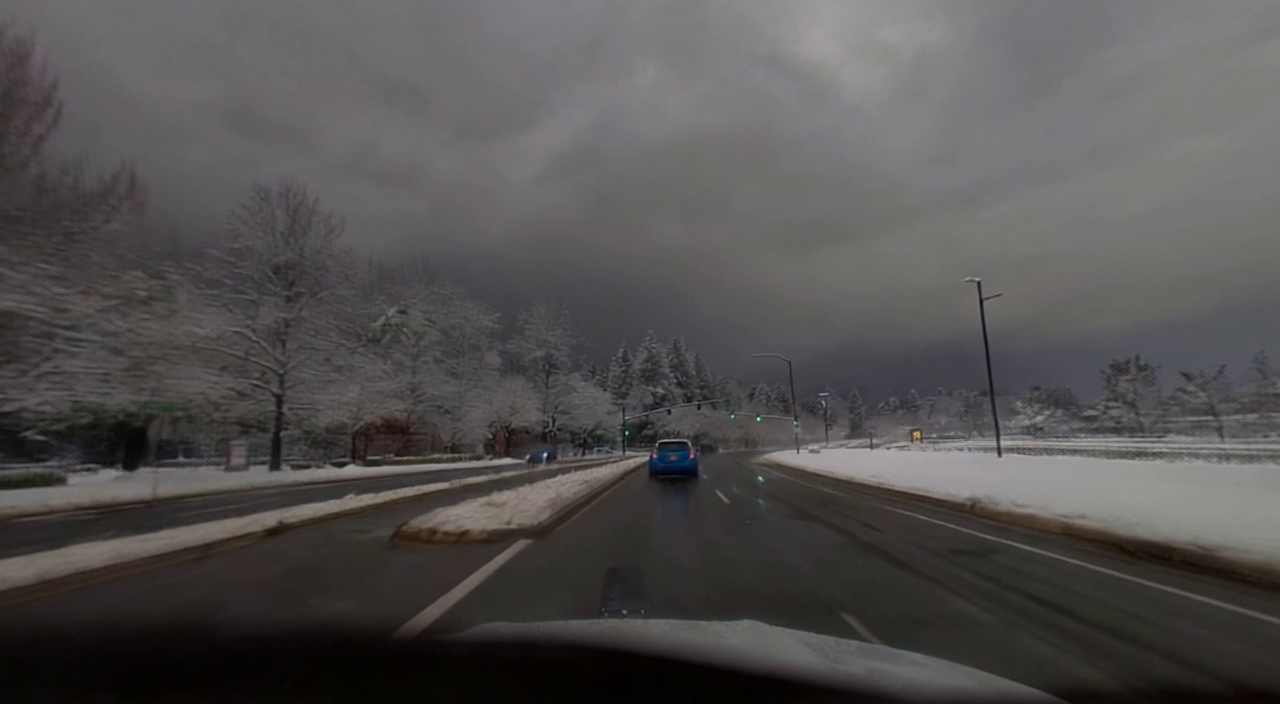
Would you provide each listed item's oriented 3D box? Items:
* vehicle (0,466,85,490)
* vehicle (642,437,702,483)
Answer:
[{"bbox_3d":[-38.576,8.064,40.409,4.365,1.430,1.898,-1,-8,4],"label":"vehicle"},{"bbox_3d":[1.201,3.925,23.251,2.010,1.535,3.735,-1,-8,4],"label":"vehicle"}]
